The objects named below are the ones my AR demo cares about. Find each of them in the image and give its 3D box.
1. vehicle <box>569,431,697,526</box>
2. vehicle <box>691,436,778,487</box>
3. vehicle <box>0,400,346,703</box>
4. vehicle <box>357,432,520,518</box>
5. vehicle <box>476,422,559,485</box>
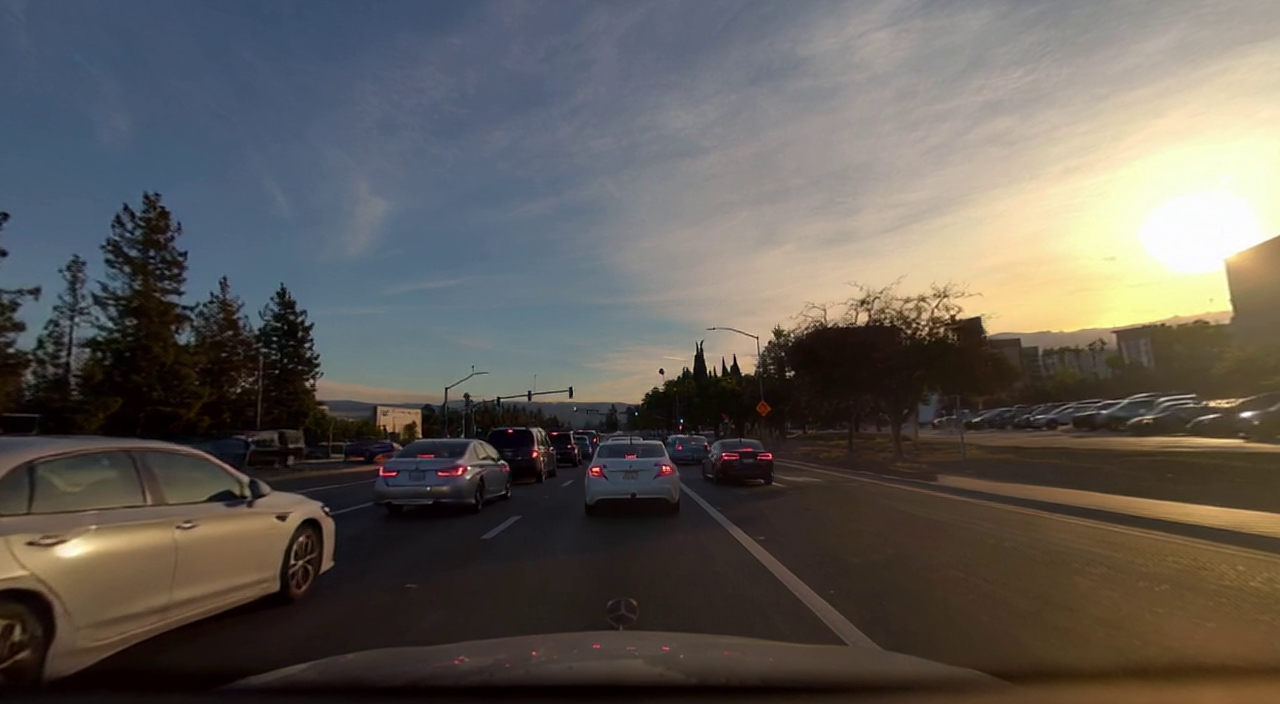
[{"bbox_3d":[-0.158,2.290,12.027,2.007,1.467,4.059,0,-8,-1],"label":"vehicle"},{"bbox_3d":[2.909,3.499,20.512,1.978,1.452,4.381,1,-8,-3],"label":"vehicle"},{"bbox_3d":[-3.714,1.075,3.541,2.052,1.475,4.341,0,-8,0],"label":"vehicle"},{"bbox_3d":[-3.865,2.429,13.005,1.985,1.467,4.224,0,-8,0],"label":"vehicle"},{"bbox_3d":[-3.997,3.401,21.451,2.054,1.881,4.469,0,-8,-2],"label":"vehicle"}]
